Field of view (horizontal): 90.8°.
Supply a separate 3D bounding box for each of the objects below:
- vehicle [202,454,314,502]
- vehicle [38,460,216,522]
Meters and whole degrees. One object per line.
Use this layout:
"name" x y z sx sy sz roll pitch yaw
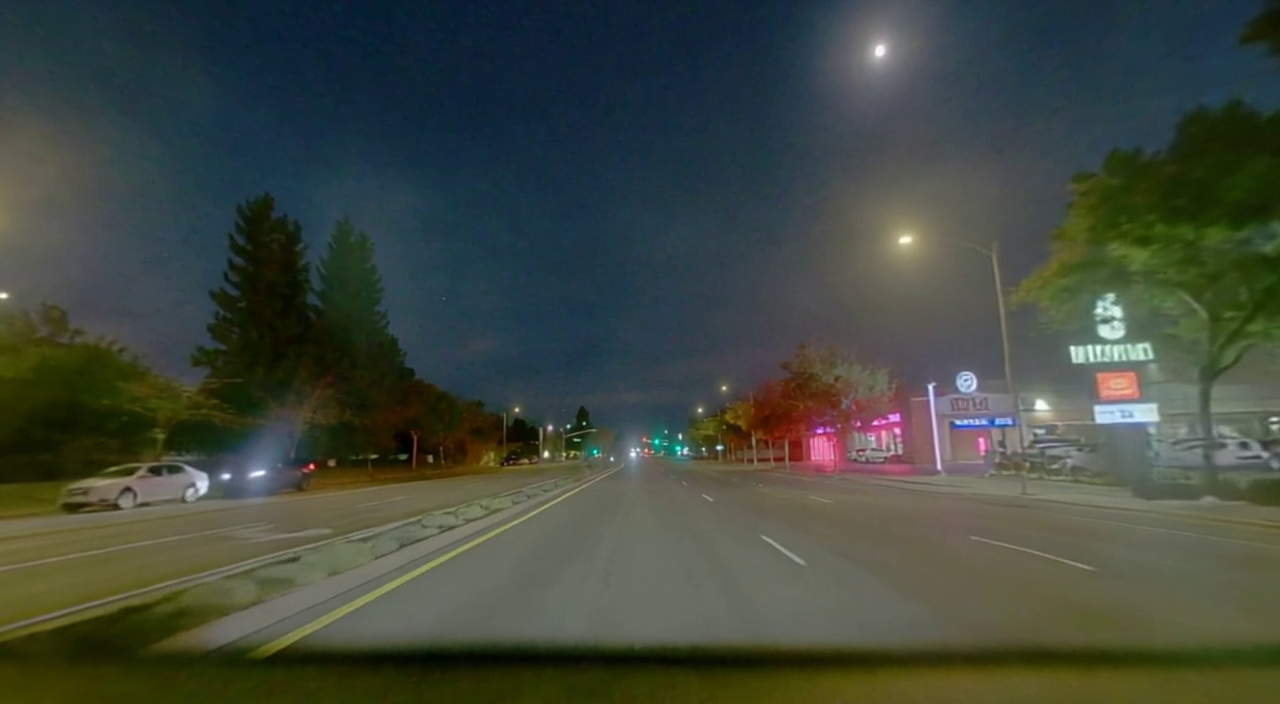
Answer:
"vehicle" -16.842 5.533 28.196 1.993 1.887 4.722 0 -9 1
"vehicle" -16.594 4.469 20.845 1.944 1.669 4.613 0 -9 1
